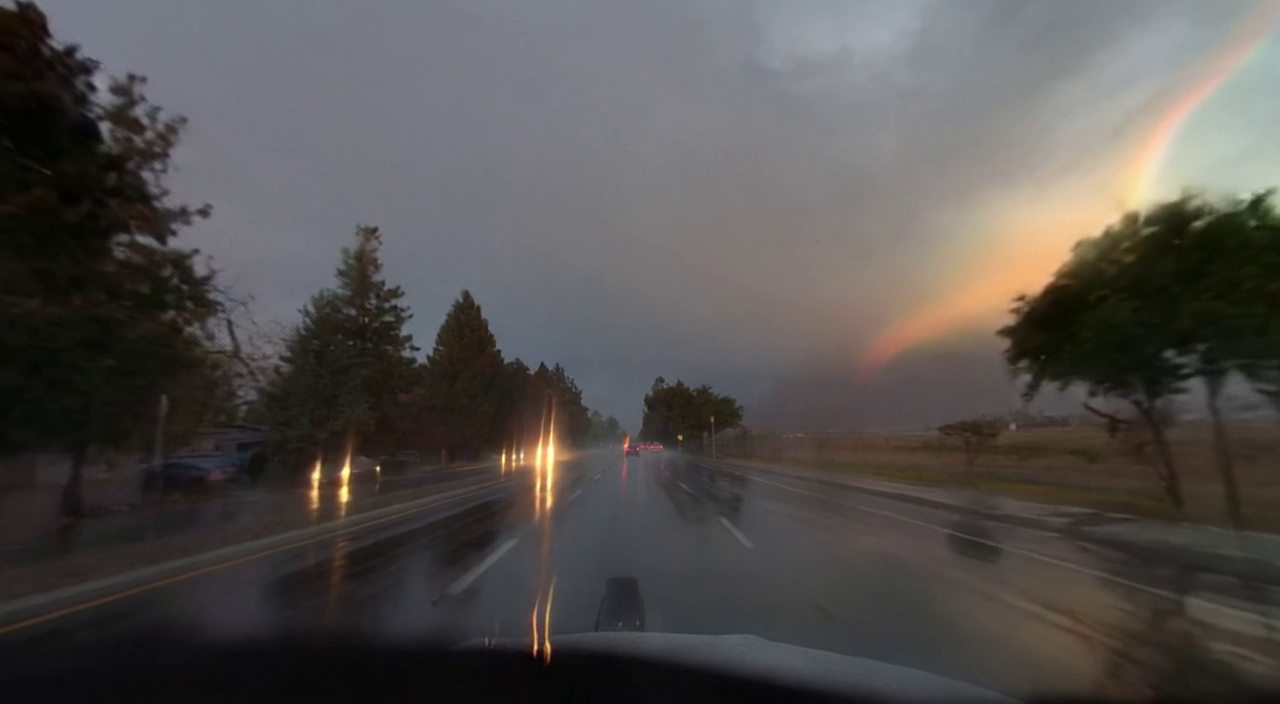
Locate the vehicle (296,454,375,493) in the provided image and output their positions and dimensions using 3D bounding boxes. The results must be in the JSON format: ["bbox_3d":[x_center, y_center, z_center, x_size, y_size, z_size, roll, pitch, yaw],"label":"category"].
[{"bbox_3d":[-14.669,5.825,30.668,1.896,1.486,4.285,-4,-8,-2],"label":"vehicle"}]

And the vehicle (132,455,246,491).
[{"bbox_3d":[-21.459,5.733,30.358,1.916,1.482,4.789,-1,-9,1],"label":"vehicle"}]
